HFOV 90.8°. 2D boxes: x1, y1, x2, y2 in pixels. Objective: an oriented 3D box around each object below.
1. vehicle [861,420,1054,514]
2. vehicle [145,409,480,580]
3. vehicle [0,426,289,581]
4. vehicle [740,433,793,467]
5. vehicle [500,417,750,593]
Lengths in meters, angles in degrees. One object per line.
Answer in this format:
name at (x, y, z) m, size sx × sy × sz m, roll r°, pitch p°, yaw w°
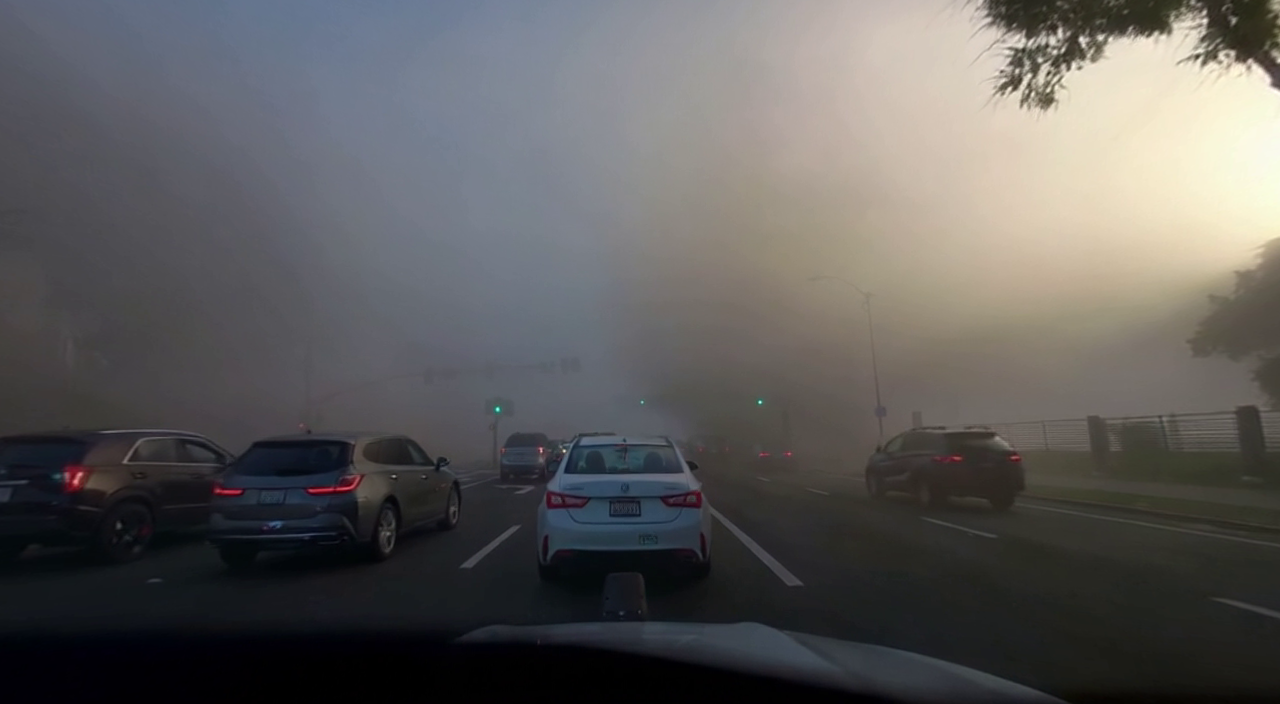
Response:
vehicle at (6.326, 2.342, 13.234) m, size 1.895 × 1.633 × 4.030 m, roll 0°, pitch -9°, yaw 0°
vehicle at (-3.706, 1.697, 8.307) m, size 2.009 × 1.619 × 4.376 m, roll 0°, pitch -9°, yaw 1°
vehicle at (-6.952, 1.818, 8.468) m, size 1.860 × 1.491 × 4.586 m, roll 0°, pitch -9°, yaw 0°
vehicle at (6.651, 5.234, 33.692) m, size 1.889 × 1.681 × 4.120 m, roll 0°, pitch -9°, yaw -1°
vehicle at (-0.166, 1.641, 7.642) m, size 2.161 × 1.501 × 4.184 m, roll 0°, pitch -9°, yaw -1°
